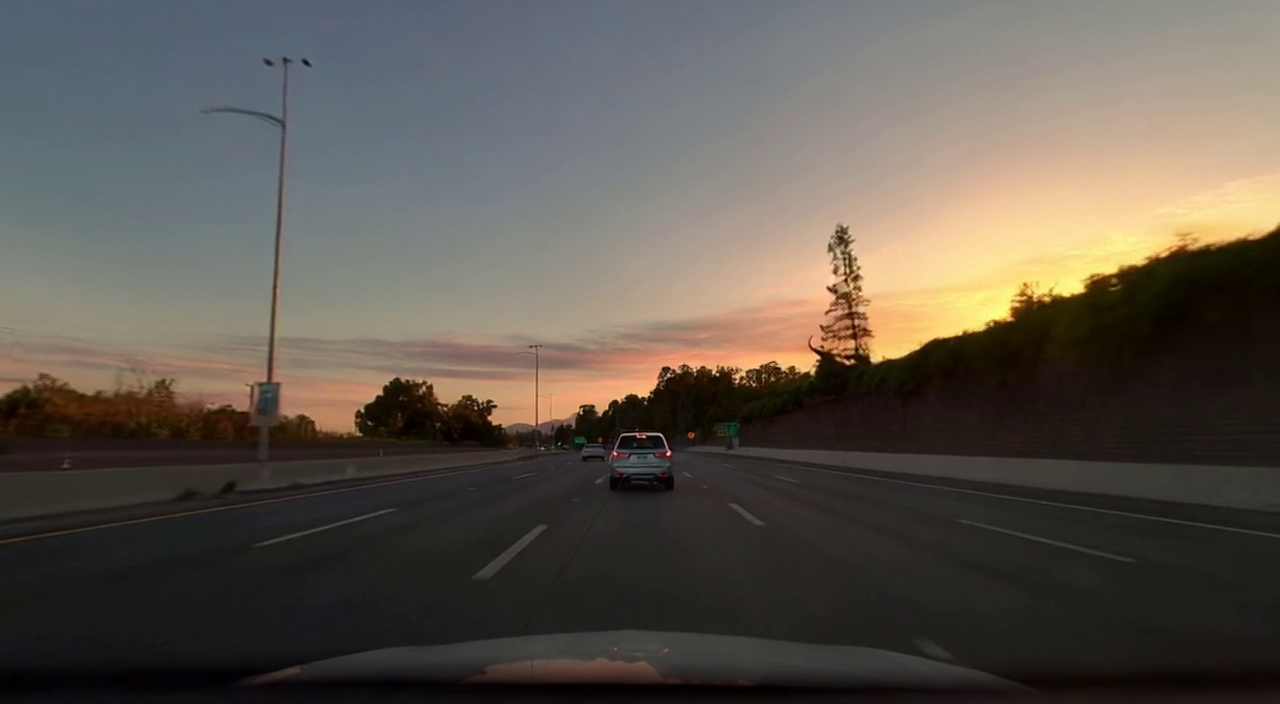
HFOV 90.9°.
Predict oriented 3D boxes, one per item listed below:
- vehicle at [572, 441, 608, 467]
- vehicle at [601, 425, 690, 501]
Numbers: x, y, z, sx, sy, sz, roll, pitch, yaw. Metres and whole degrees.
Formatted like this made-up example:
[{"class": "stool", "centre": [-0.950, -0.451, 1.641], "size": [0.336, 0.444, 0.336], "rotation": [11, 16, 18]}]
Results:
[{"class": "vehicle", "centre": [-3.199, 6.585, 40.987], "size": [1.927, 1.555, 3.959], "rotation": [0, -8, 1]}, {"class": "vehicle", "centre": [0.118, 2.974, 17.324], "size": [2.114, 1.787, 4.365], "rotation": [0, -8, 0]}]
